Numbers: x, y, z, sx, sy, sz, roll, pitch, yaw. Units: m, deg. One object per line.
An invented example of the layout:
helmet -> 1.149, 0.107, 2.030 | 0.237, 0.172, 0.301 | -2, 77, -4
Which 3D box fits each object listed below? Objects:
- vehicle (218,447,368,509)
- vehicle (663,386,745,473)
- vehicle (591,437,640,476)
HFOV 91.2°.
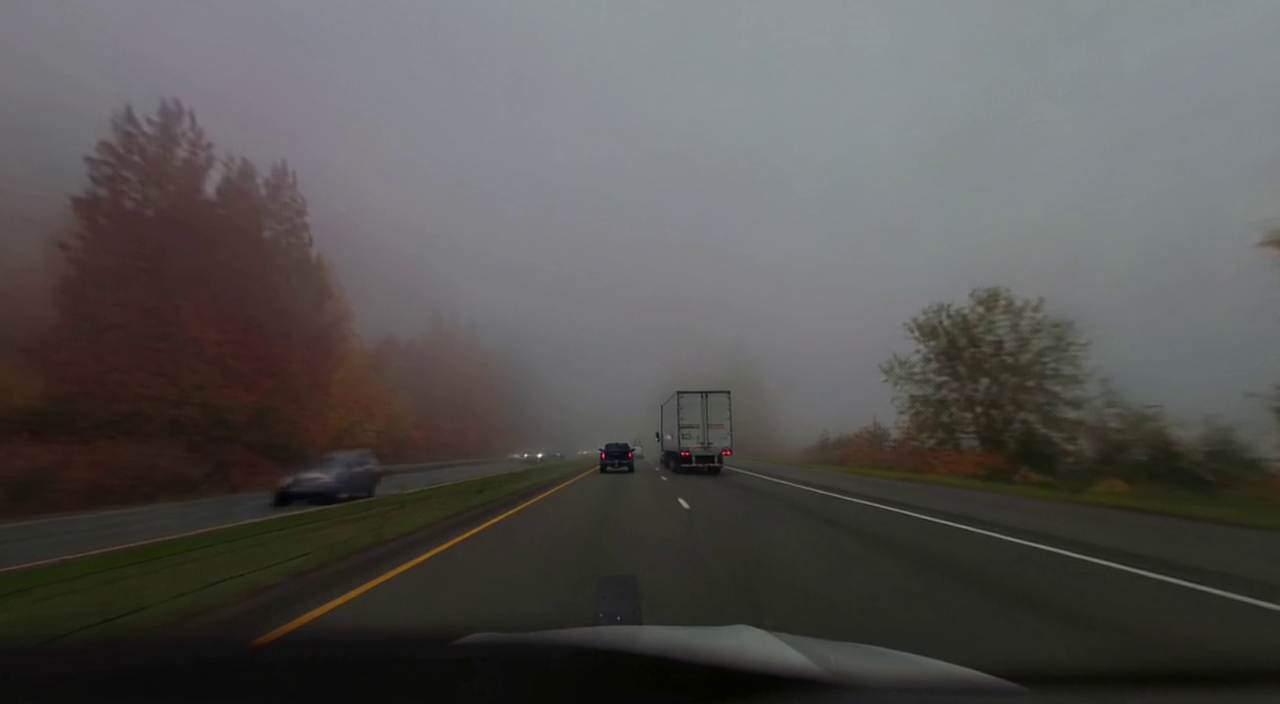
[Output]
vehicle -> -9.818, 3.554, 18.168 | 1.946, 1.550, 4.142 | -1, -9, 0
vehicle -> 3.254, 4.683, 36.445 | 3.068, 4.042, 13.787 | 0, -9, -1
vehicle -> -1.084, 4.927, 29.713 | 2.151, 1.693, 4.201 | -1, -9, -1
